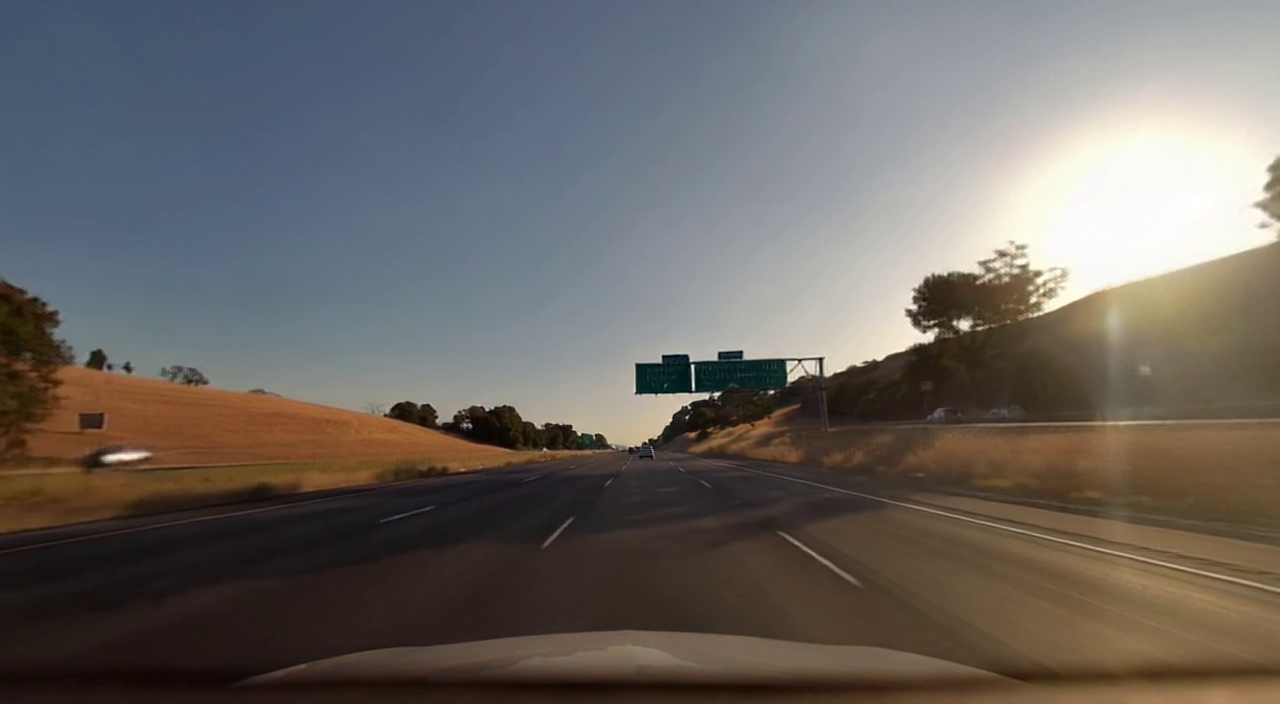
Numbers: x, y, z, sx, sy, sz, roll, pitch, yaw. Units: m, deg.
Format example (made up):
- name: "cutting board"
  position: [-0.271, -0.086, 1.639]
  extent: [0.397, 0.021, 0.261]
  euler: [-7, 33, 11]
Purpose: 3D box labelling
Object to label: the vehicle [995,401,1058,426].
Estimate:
- name: "vehicle"
  position: [29.695, 4.763, 48.399]
  extent: [4.910, 1.740, 2.006]
  euler: [5, -10, -32]
